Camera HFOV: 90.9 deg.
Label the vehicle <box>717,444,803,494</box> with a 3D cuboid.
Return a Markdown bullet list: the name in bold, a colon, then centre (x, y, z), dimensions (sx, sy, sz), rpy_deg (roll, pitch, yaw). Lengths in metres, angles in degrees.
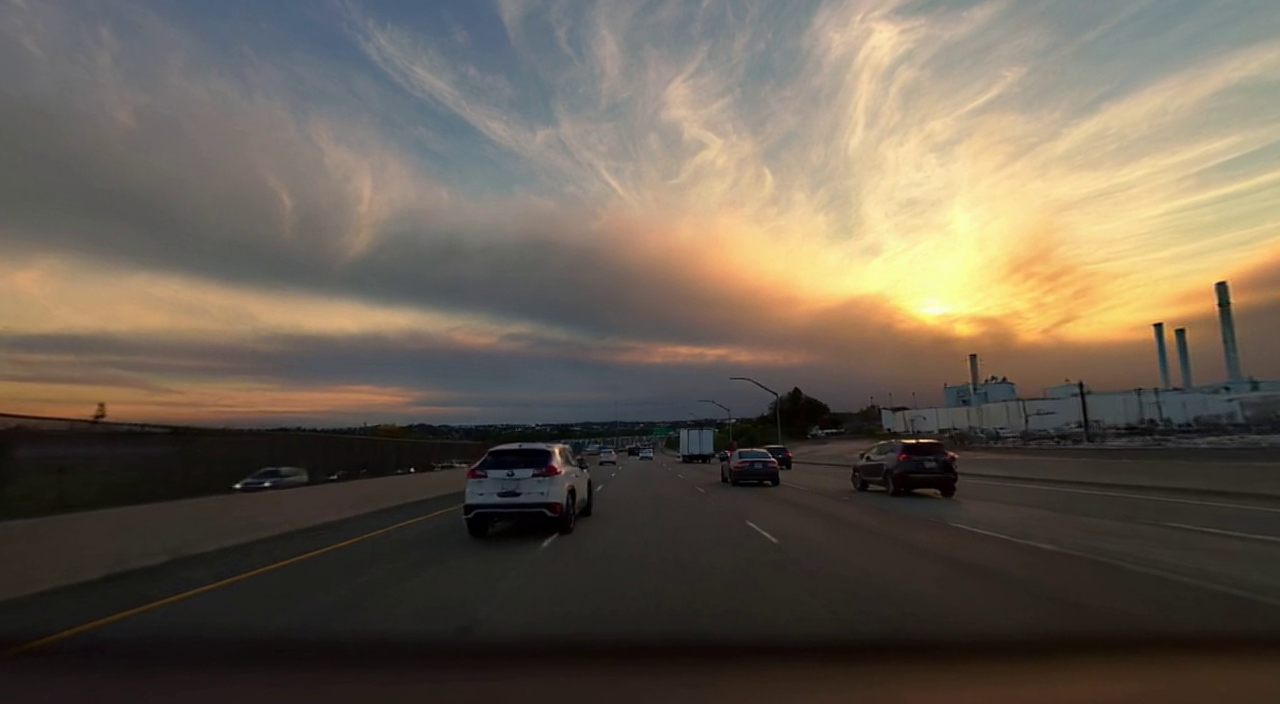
- **vehicle**: centre (3.829, 3.782, 20.902), dimensions (1.942, 1.453, 4.329), rpy_deg (0, -8, -1)

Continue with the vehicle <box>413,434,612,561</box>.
- **vehicle**: centre (-1.704, 2.174, 10.349), dimensions (2.067, 1.555, 4.851), rpy_deg (-1, -8, 2)

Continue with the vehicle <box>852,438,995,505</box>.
- **vehicle**: centre (7.281, 3.080, 16.707), dimensions (1.860, 1.520, 3.961), rpy_deg (0, -8, -1)
